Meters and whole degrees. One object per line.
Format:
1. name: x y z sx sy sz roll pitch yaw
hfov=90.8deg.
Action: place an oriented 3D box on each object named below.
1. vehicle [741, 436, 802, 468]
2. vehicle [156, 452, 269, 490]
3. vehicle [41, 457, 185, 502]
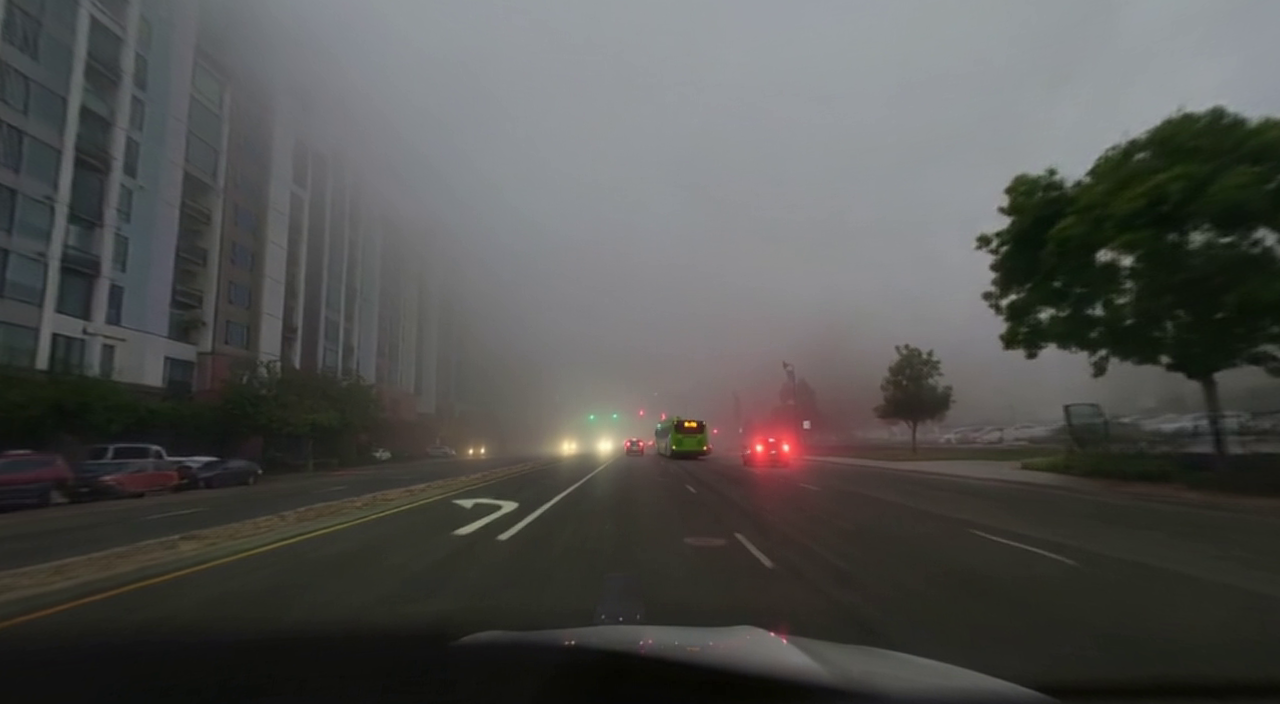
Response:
1. vehicle: 6.520 5.026 31.846 1.992 1.447 4.414 0 -9 -2
2. vehicle: -18.720 5.196 27.962 1.861 1.499 4.605 0 -9 -1
3. vehicle: -18.900 4.558 22.970 1.685 1.426 4.247 0 -9 -2
